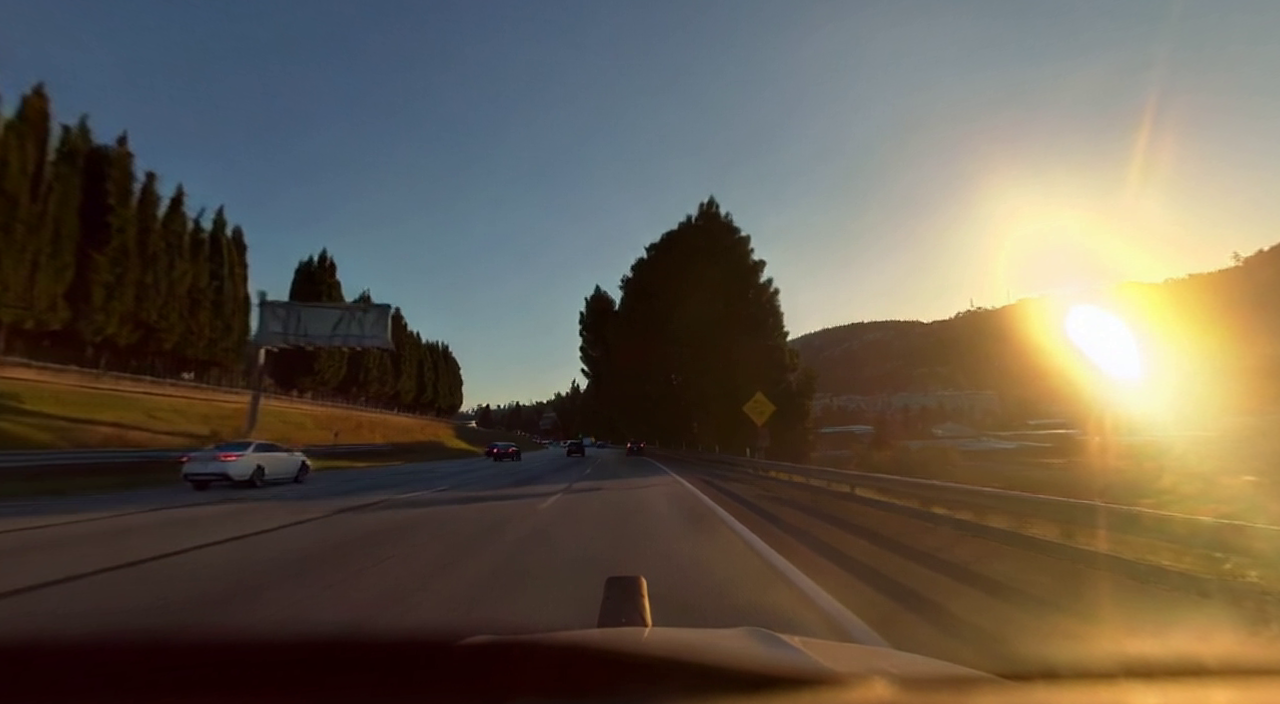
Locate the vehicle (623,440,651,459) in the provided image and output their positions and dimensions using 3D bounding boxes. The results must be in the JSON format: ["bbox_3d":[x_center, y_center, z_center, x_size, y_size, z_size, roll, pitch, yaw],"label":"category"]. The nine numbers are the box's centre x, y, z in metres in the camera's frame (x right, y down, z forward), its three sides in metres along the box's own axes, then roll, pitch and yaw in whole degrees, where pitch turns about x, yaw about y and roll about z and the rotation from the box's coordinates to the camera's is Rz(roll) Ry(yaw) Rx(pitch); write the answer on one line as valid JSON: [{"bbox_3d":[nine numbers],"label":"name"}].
[{"bbox_3d":[-0.281,7.712,49.855,2.060,1.465,3.974,0,-8,-3],"label":"vehicle"}]

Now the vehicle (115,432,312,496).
[{"bbox_3d":[-11.455,3.028,17.431,2.056,1.489,4.852,0,-8,0],"label":"vehicle"}]

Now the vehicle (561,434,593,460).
[{"bbox_3d":[-4.753,7.223,47.899,2.138,1.833,4.622,0,-8,-2],"label":"vehicle"}]

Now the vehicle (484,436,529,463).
[{"bbox_3d":[-8.477,6.245,40.293,2.015,1.651,4.432,0,-8,-2],"label":"vehicle"}]
